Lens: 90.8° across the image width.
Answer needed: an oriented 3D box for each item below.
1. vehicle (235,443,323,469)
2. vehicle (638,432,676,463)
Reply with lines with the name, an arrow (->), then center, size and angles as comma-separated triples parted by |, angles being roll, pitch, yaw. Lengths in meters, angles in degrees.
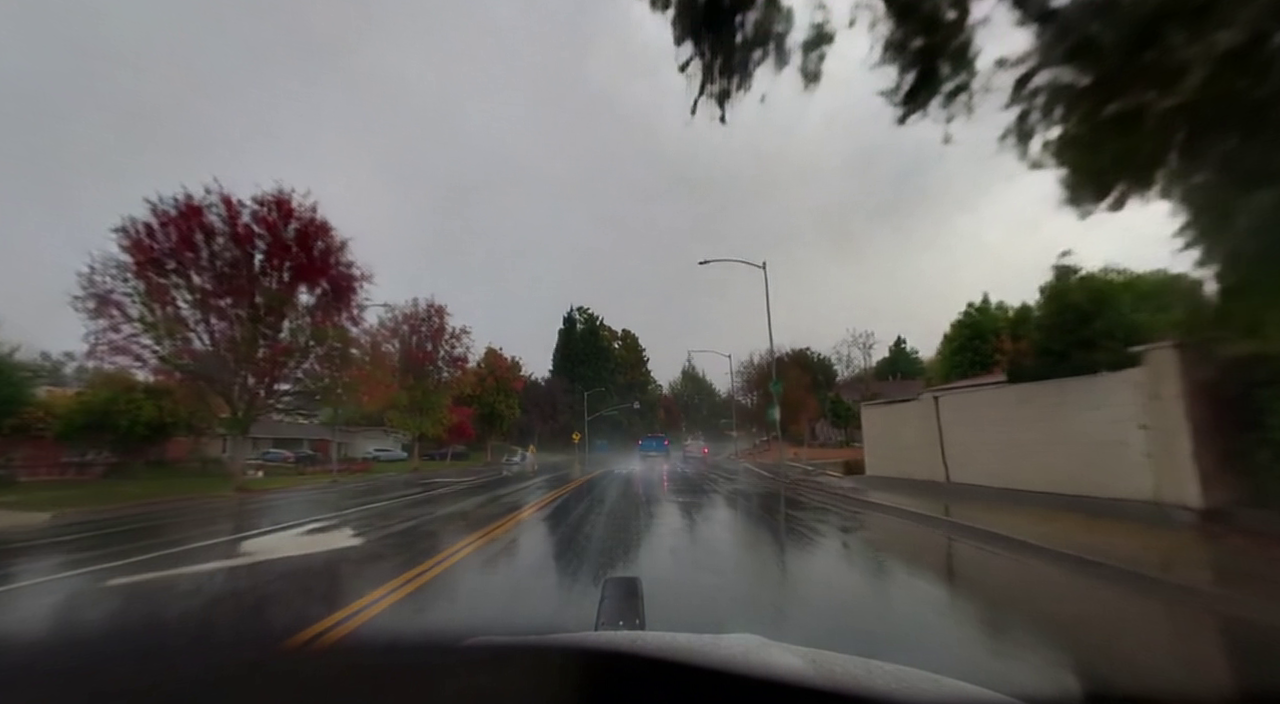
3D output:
vehicle -> -25.774, 7.447, 45.271 | 4.975, 1.732, 2.165 | 2, -9, -13
vehicle -> 1.200, 6.324, 41.964 | 2.153, 1.942, 4.767 | -1, -8, 6
